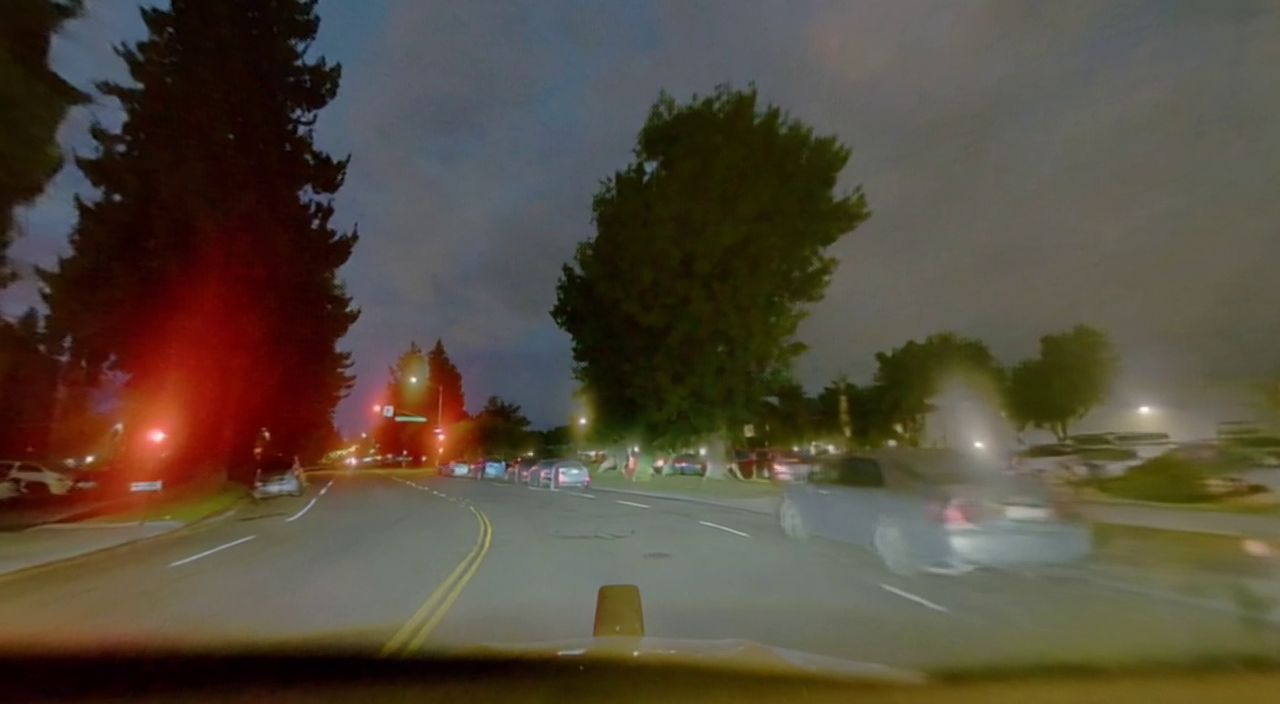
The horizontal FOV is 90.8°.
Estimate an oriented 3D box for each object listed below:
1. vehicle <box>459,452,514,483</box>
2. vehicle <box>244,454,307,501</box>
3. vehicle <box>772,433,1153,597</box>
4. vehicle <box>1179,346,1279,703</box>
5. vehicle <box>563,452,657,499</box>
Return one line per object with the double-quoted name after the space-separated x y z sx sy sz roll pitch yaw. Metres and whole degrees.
-10.308 7.635 42.097 2.255 1.863 5.629 4 -10 -26 "vehicle"
-16.655 5.755 29.121 2.171 1.838 5.344 1 -10 -27 "vehicle"
3.621 1.905 8.376 2.066 1.509 4.579 1 -9 -10 "vehicle"
4.265 0.551 1.059 2.289 1.785 4.944 0 -9 0 "vehicle"
-1.216 4.391 22.935 1.884 1.508 4.713 4 -10 -23 "vehicle"
